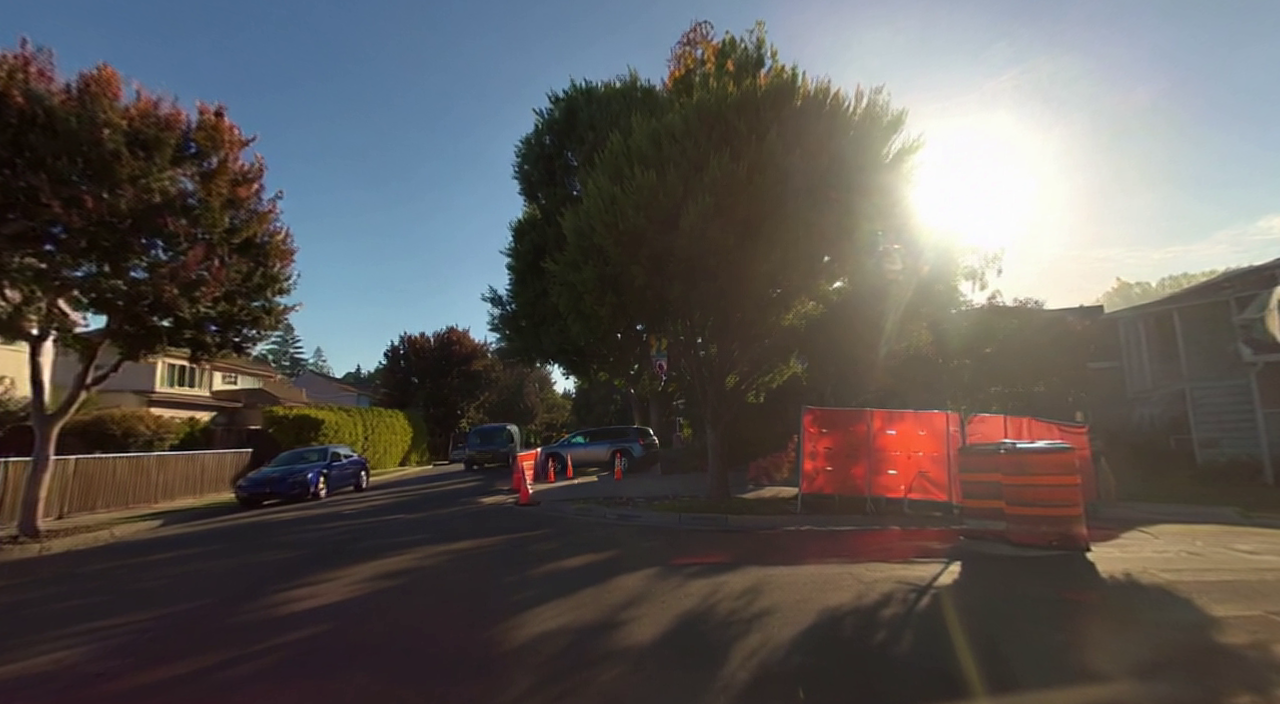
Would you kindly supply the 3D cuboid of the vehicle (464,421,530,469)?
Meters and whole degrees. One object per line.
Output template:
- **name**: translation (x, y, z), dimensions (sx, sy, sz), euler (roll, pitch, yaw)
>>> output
- **vehicle**: translation (-6.494, 4.274, 29.220), dimensions (2.219, 1.984, 4.712), euler (0, -7, -4)

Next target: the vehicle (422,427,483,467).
- **vehicle**: translation (-9.713, 4.938, 33.038), dimensions (2.042, 1.937, 4.960), euler (0, -7, -4)

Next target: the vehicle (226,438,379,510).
- **vehicle**: translation (-8.336, 2.982, 16.047), dimensions (1.899, 1.524, 4.082), euler (0, -7, -5)

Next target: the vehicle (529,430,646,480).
- **vehicle**: translation (-1.592, 3.280, 20.515), dimensions (1.827, 1.436, 4.070), euler (-5, -9, 29)
